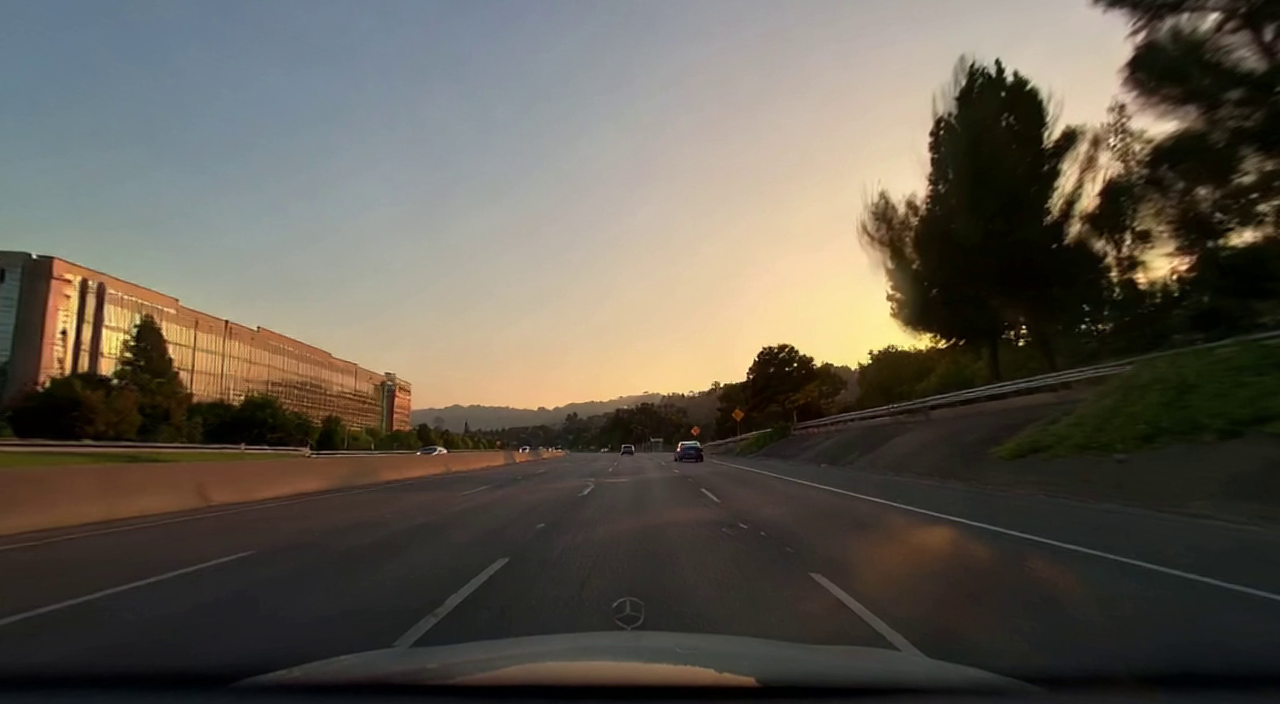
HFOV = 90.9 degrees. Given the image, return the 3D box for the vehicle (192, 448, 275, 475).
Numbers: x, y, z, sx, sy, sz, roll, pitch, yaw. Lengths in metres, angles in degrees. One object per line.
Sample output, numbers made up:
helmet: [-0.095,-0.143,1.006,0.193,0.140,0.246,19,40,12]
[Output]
vehicle: [-24.137,6.502,37.703,1.804,1.469,4.728,0,-9,0]

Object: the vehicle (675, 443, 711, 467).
vehicle: [3.449,6.762,41.672,1.926,1.477,4.025,0,-8,-2]
